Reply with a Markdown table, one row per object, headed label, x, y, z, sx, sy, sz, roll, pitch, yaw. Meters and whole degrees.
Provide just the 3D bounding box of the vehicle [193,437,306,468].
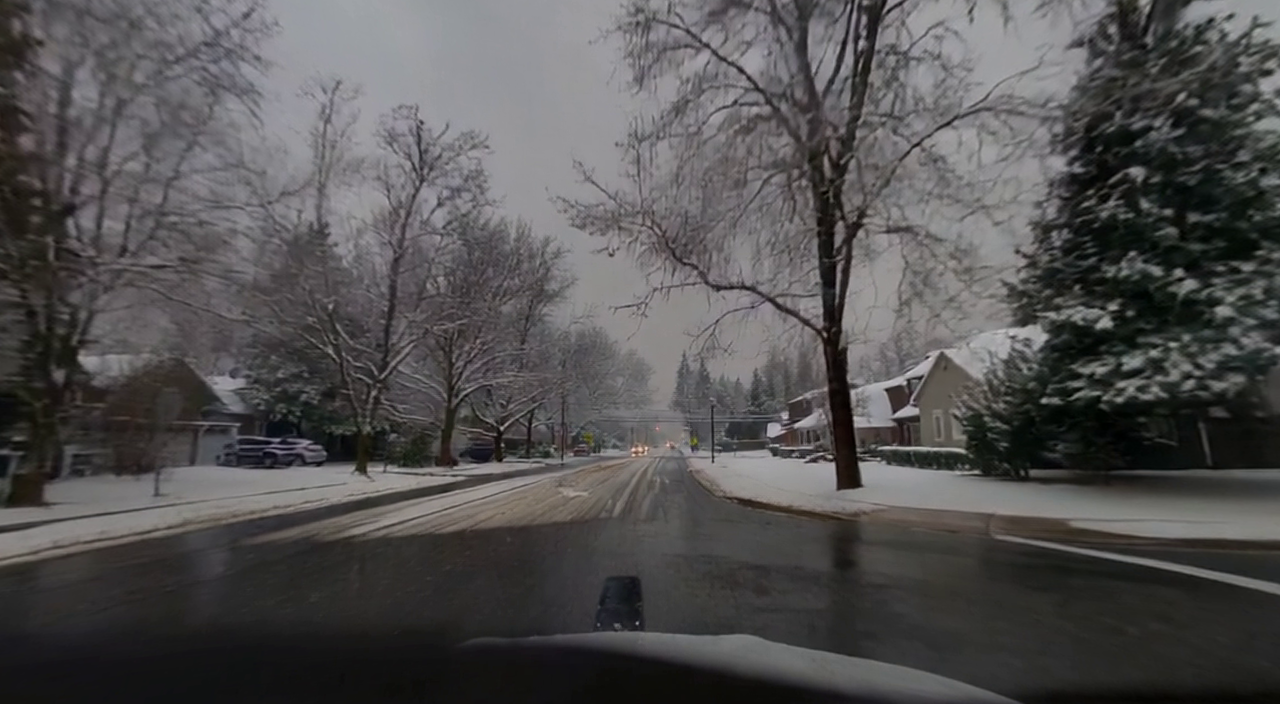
| label | x | y | z | sx | sy | sz | roll | pitch | yaw |
| --- | --- | --- | --- | --- | --- | --- | --- | --- | --- |
| vehicle | -19.648 | 5.088 | 31.970 | 4.373 | 1.464 | 1.917 | 2 | -10 | -13 |
